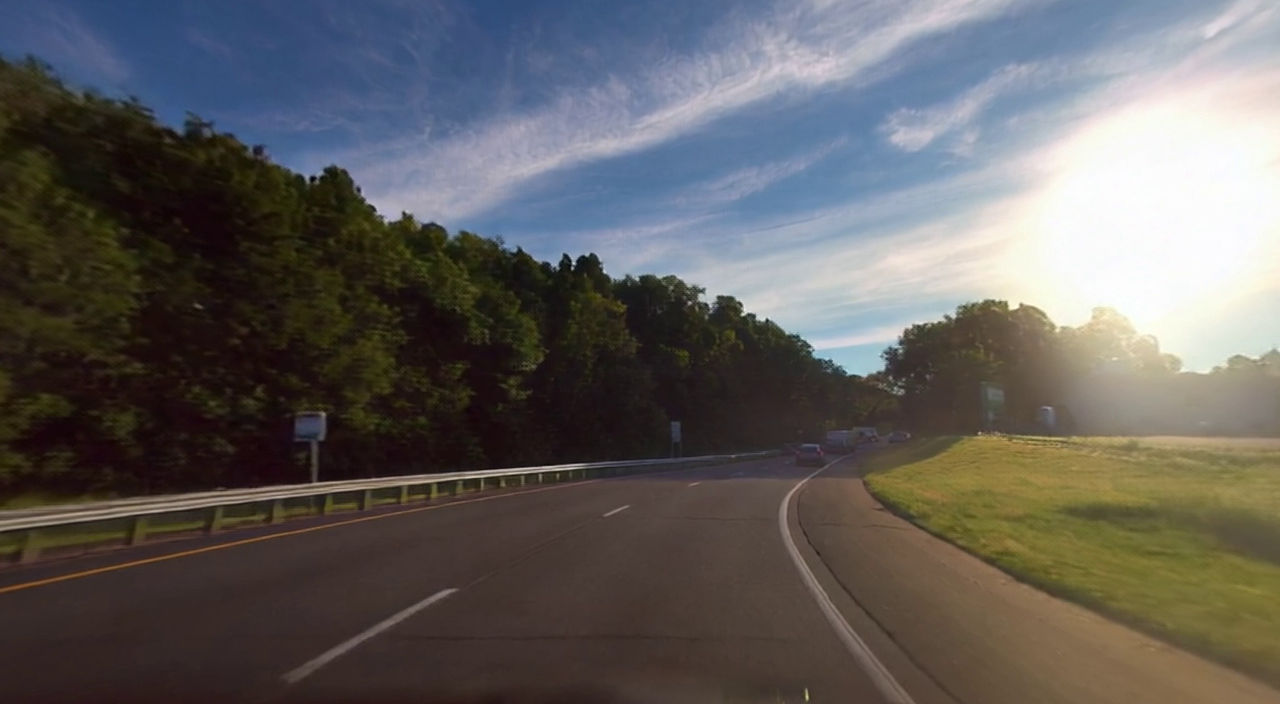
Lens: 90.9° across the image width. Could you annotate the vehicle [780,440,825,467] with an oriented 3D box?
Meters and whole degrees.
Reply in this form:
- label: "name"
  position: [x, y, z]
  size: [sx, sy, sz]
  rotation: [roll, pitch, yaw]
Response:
- label: "vehicle"
  position: [10.596, 6.577, 40.889]
  size: [2.221, 1.674, 4.325]
  rotation: [-4, -10, 21]
